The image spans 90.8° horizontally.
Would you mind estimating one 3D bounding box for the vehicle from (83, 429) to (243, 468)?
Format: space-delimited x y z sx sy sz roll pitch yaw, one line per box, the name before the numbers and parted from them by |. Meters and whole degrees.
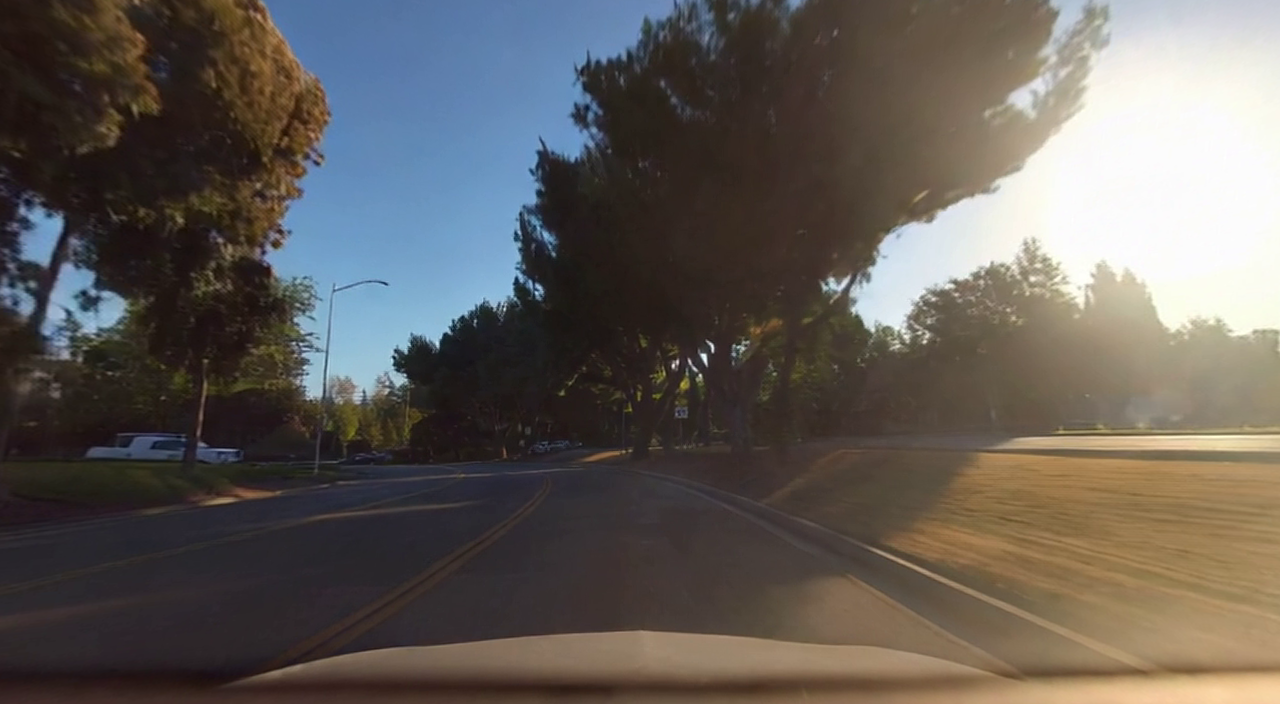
vehicle | -22.918 4.686 30.616 5.613 1.775 2.357 1 -9 -6
